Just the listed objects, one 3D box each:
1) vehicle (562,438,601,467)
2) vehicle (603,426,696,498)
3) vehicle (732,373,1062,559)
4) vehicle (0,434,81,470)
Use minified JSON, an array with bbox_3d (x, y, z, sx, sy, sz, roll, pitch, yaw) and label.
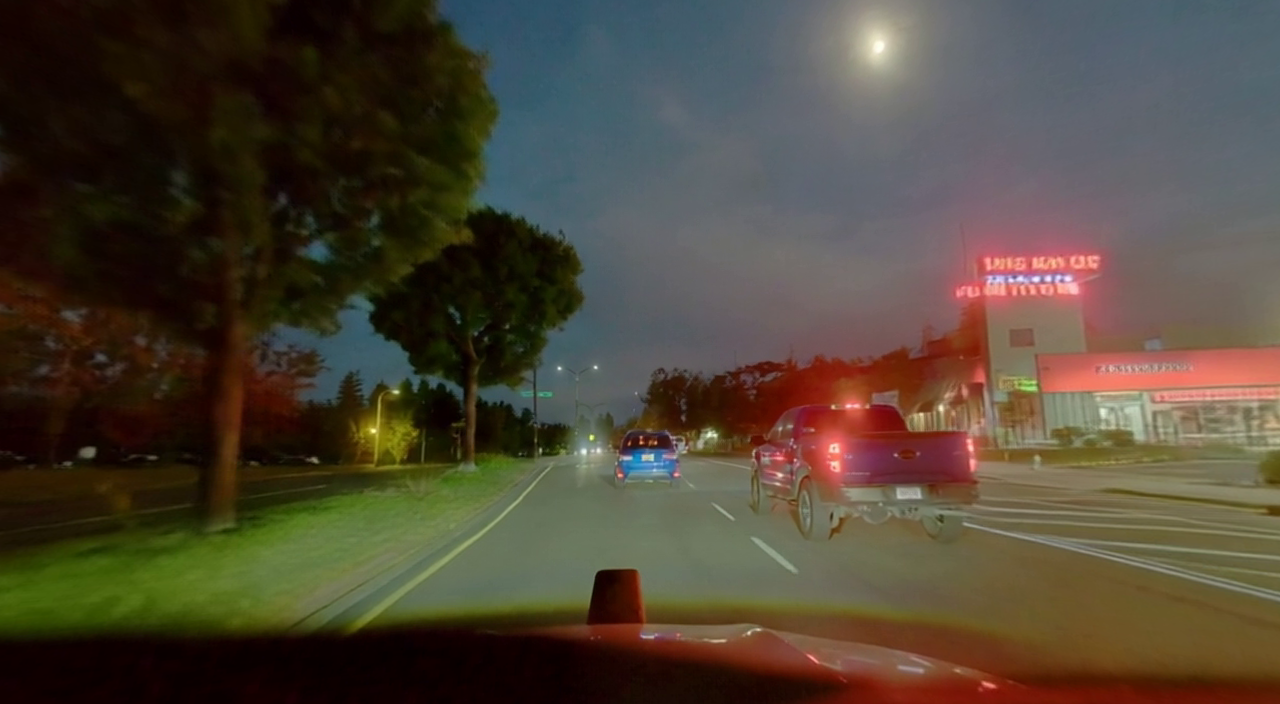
[{"bbox_3d":[-3.200,5.430,34.156,1.960,1.475,4.161,1,-8,-6],"label":"vehicle"},{"bbox_3d":[0.191,2.834,16.602,2.145,1.650,4.021,0,-8,-1],"label":"vehicle"},{"bbox_3d":[3.347,1.730,10.210,2.731,2.101,6.047,0,-8,-1],"label":"vehicle"},{"bbox_3d":[-32.978,5.173,32.648,5.603,1.772,2.150,1,-8,-4],"label":"vehicle"}]
